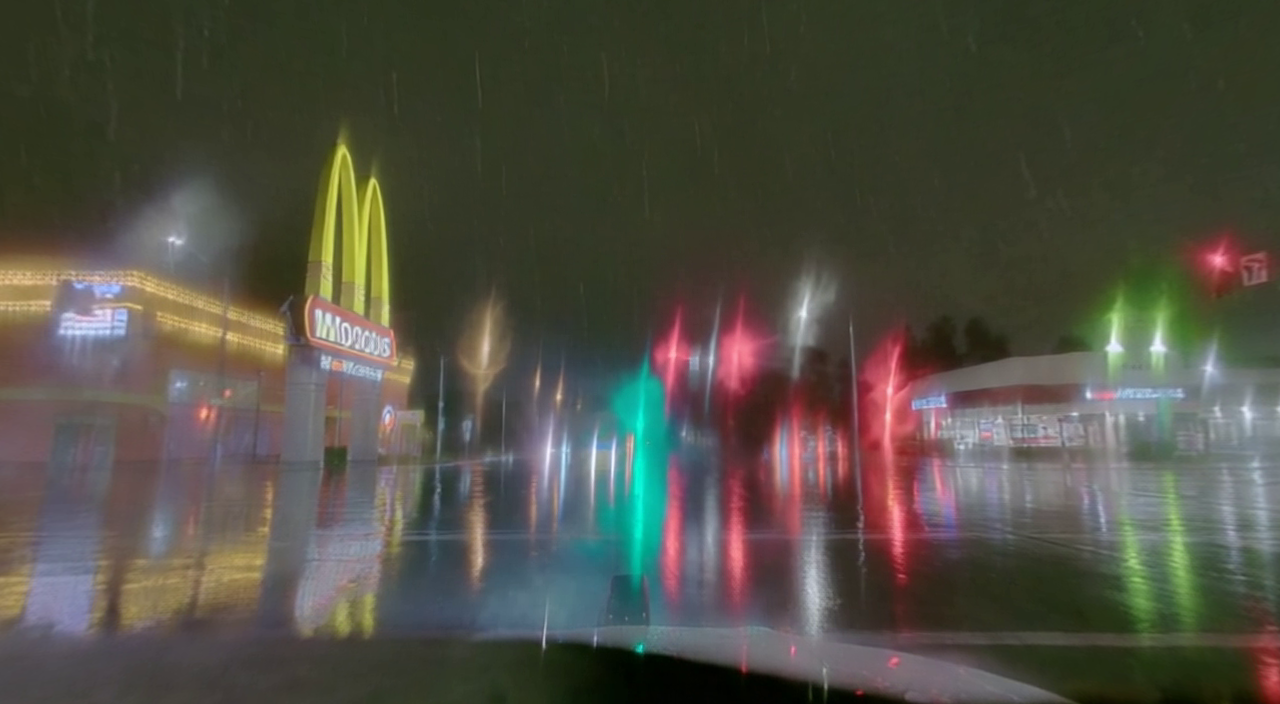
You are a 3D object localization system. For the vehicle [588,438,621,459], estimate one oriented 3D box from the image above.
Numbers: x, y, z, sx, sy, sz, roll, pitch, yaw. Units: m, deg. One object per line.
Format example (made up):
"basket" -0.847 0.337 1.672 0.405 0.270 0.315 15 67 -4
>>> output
"vehicle" -2.506 6.965 45.539 2.104 1.468 4.195 0 -8 1
